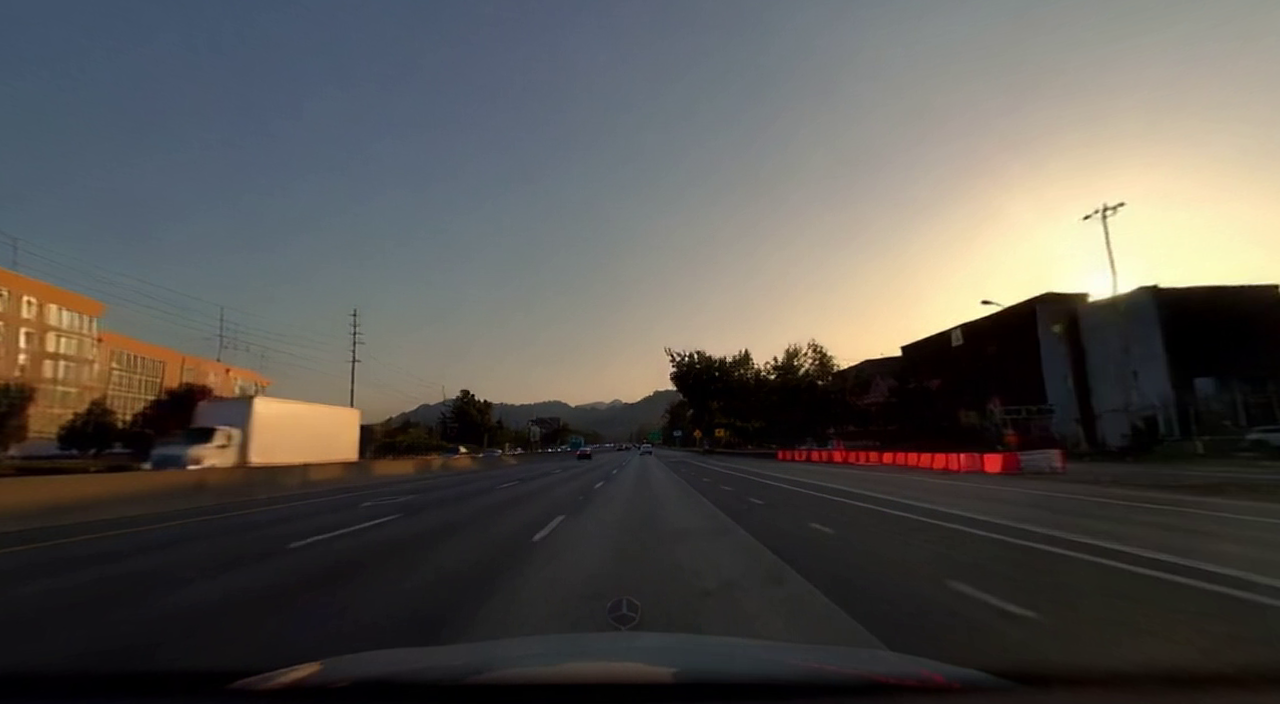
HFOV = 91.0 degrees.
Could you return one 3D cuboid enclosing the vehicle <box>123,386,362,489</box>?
[{"bbox_3d":[-19.725,4.661,33.582,2.729,4.186,15.380,0,-9,0],"label":"vehicle"}]
